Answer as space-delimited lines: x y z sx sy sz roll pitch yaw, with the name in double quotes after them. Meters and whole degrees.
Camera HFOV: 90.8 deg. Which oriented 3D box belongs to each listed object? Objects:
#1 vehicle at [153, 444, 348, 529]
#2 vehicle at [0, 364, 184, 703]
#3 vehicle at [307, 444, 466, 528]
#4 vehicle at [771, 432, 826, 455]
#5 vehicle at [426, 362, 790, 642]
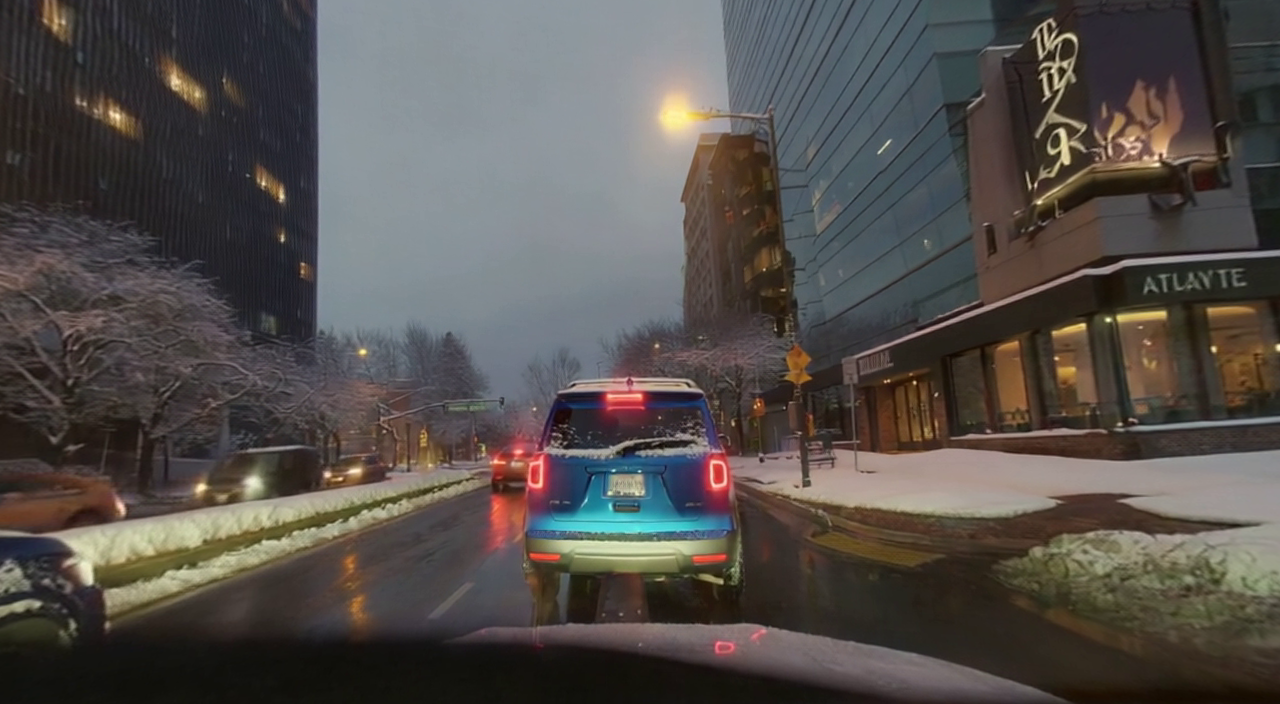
-8.949 3.060 15.072 1.937 1.681 4.297 0 -8 -1 "vehicle"
-3.224 0.684 0.892 1.971 1.658 4.428 0 -8 -3 "vehicle"
-5.102 2.702 13.460 1.876 1.448 4.464 0 -8 -5 "vehicle"
10.338 5.970 41.010 1.877 1.416 3.965 -8 -12 39 "vehicle"
-0.334 1.353 6.701 2.531 1.930 4.382 0 -8 -3 "vehicle"
